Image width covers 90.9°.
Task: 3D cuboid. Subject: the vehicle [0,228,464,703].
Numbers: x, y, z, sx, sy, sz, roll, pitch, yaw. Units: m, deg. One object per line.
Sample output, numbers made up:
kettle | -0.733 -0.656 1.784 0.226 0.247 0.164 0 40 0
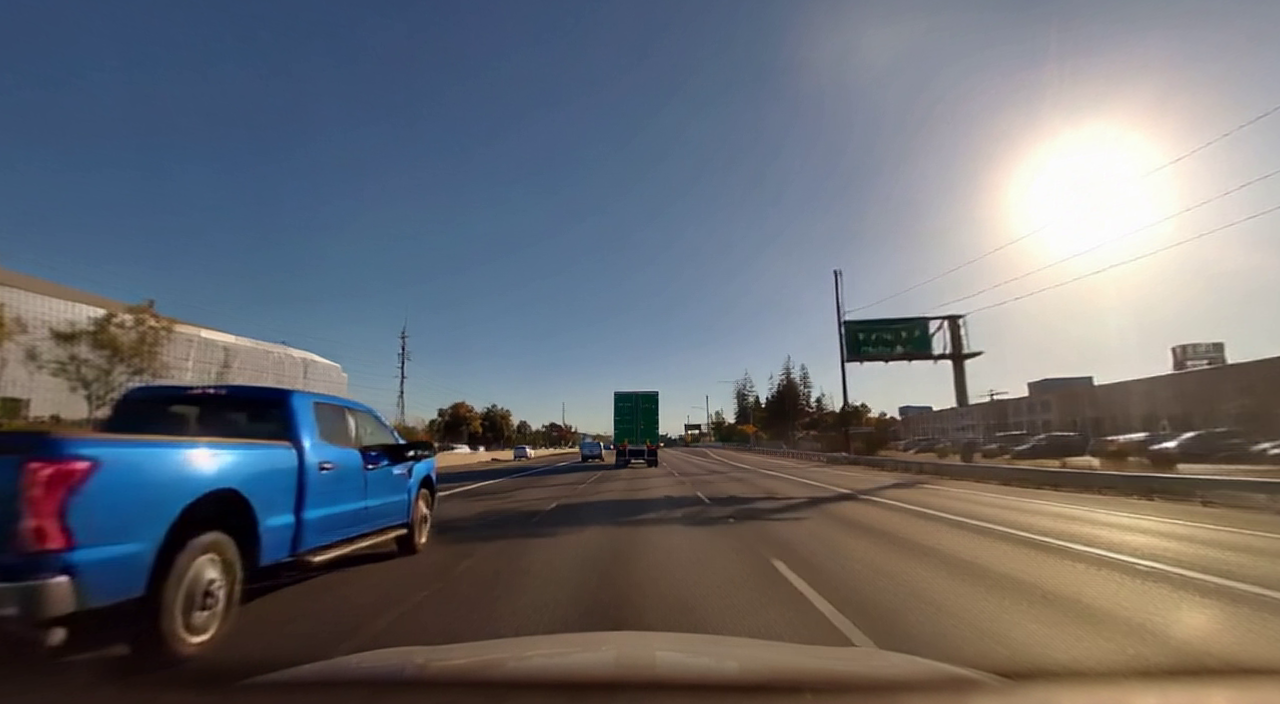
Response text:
vehicle | -3.718 1.014 4.979 2.749 2.141 6.515 0 -8 0

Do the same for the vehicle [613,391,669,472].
vehicle | 0.046 5.026 38.947 2.879 4.085 13.125 0 -8 0
